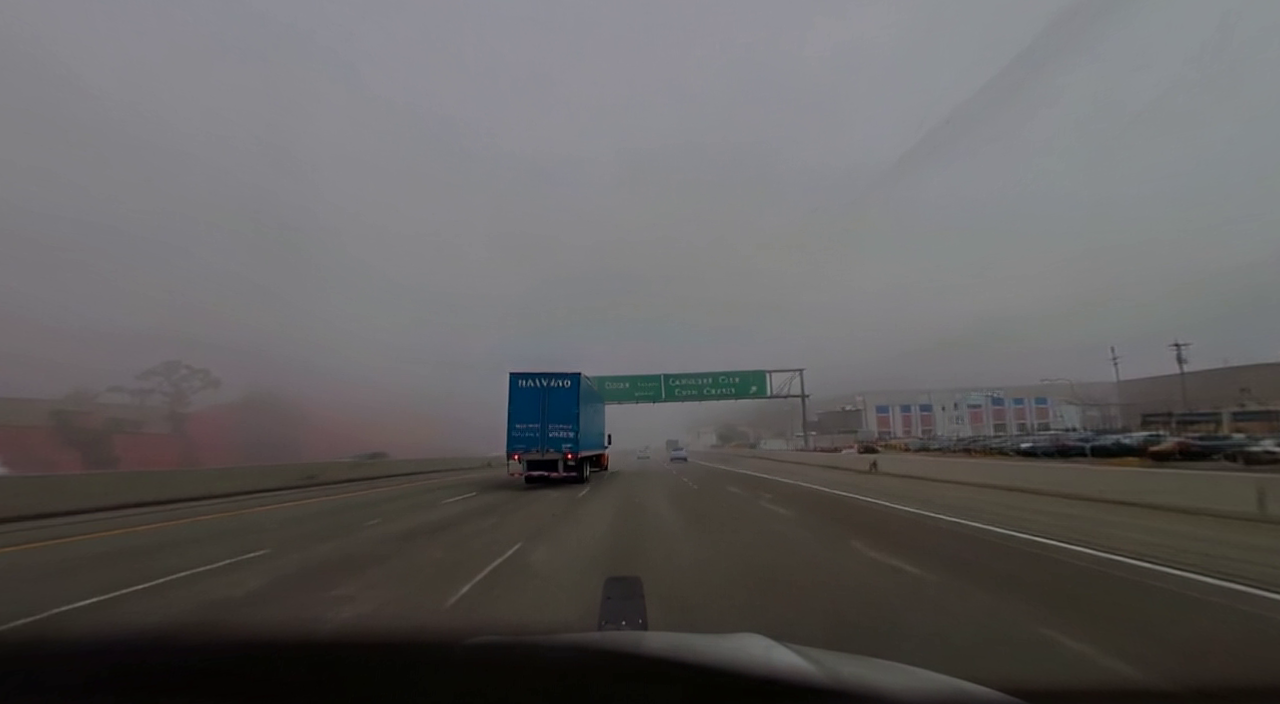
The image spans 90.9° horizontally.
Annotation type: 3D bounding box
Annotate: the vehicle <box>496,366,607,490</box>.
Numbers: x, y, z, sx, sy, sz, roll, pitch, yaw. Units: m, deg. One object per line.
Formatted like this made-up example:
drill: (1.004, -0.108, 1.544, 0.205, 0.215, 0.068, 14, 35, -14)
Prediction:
vehicle: (-3.156, 3.069, 25.285, 2.977, 4.048, 8.890, -1, -8, 1)
